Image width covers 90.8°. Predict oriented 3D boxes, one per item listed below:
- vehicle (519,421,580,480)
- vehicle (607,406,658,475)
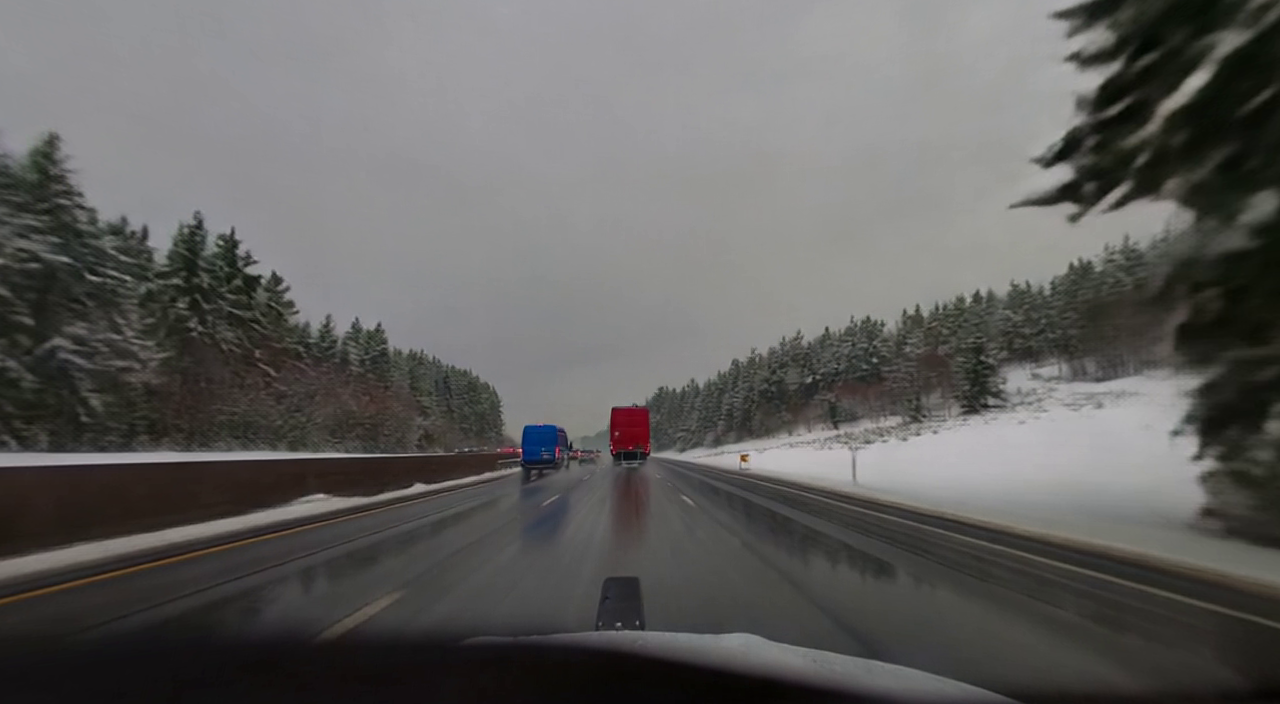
[{"bbox_3d":[-4.634,5.226,33.461,2.357,2.786,6.144,0,-9,-1],"label":"vehicle"},{"bbox_3d":[-0.574,5.996,42.267,2.995,4.036,10.311,0,-9,-1],"label":"vehicle"}]
